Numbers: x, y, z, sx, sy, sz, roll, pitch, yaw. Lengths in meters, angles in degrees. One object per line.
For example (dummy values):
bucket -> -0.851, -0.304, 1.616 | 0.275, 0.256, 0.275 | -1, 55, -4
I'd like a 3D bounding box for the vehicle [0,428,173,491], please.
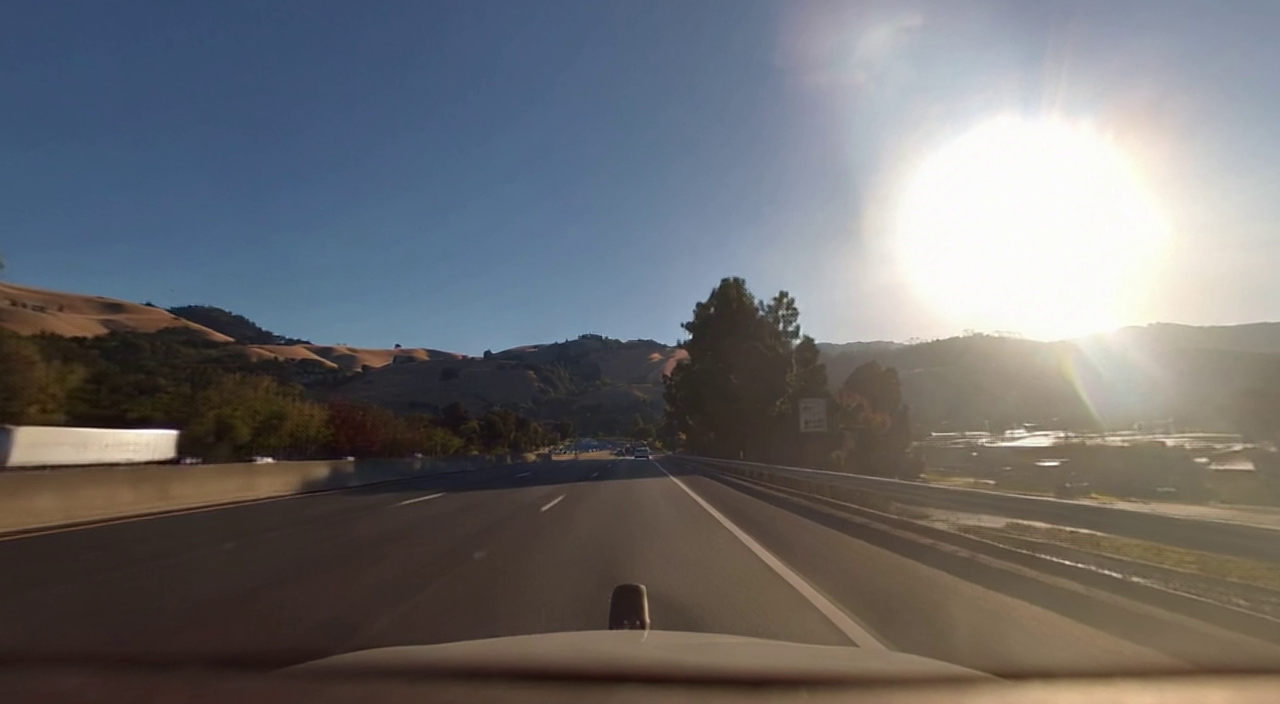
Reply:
vehicle -> -43.663, 8.290, 49.298 | 2.915, 4.143, 15.068 | 0, -9, -1
